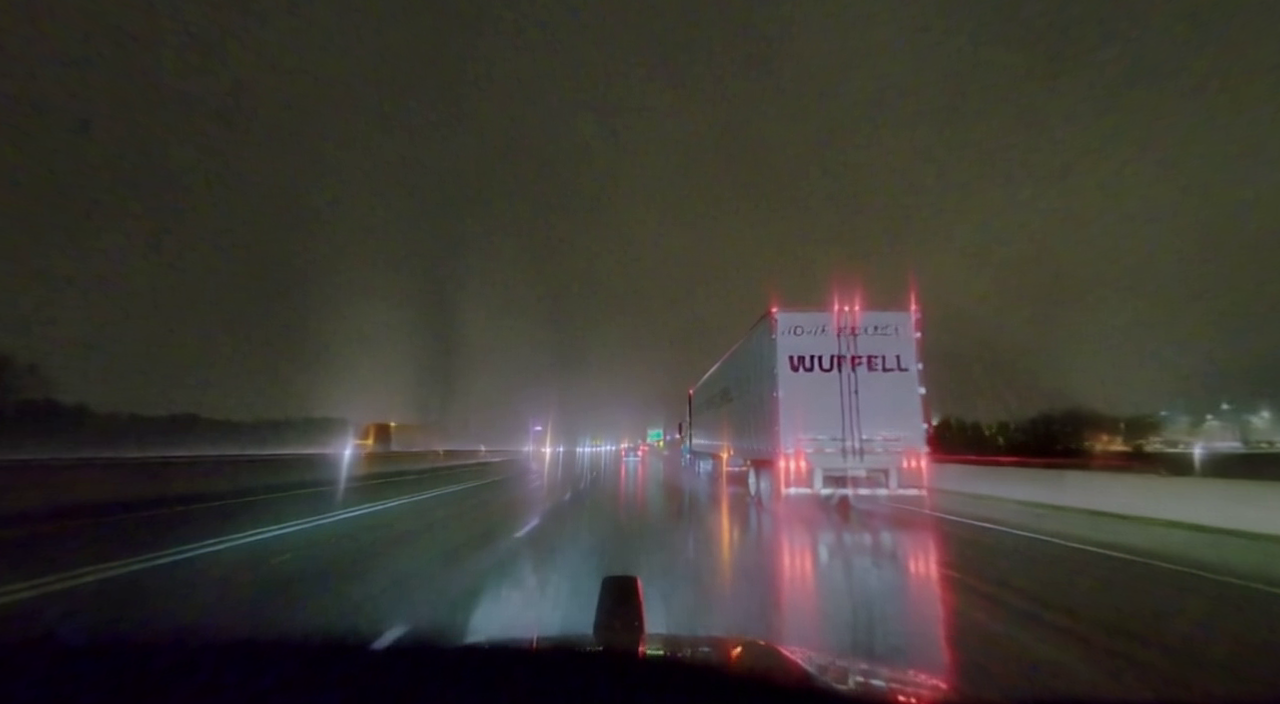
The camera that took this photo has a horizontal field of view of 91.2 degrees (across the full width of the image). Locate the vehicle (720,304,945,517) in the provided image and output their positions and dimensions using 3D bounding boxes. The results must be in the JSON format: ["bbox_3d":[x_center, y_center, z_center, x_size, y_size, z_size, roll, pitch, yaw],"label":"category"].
[{"bbox_3d":[4.128,1.722,16.091,2.869,4.013,8.610,0,-9,-1],"label":"vehicle"}]
